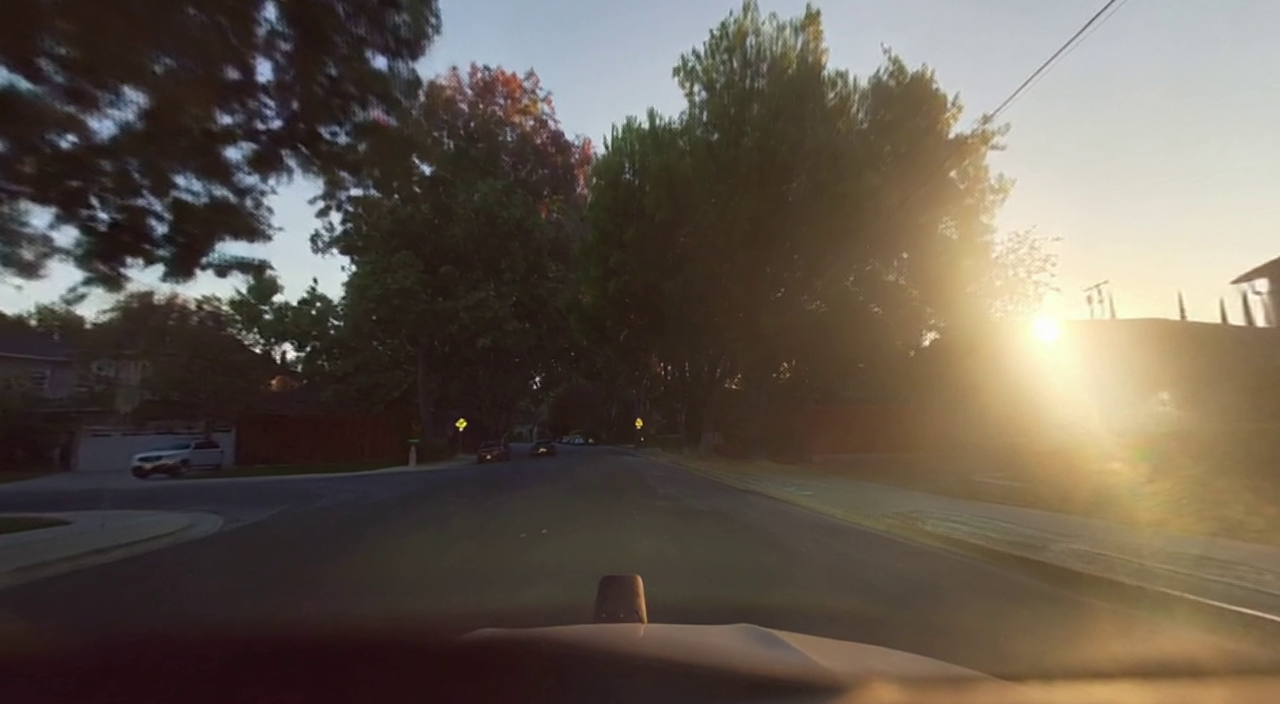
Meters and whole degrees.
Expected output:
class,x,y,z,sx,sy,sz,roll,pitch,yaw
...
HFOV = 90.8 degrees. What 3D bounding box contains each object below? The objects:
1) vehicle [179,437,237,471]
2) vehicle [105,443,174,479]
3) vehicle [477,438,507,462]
class,x,y,z,sx,sy,sz,roll,pitch,yaw
vehicle,-24.492,5.768,35.985,1.973,1.787,5.045,4,-9,-27
vehicle,-25.072,5.445,31.811,1.883,1.687,3.908,4,-9,-27
vehicle,-10.731,7.092,45.816,1.994,1.656,4.334,2,-9,-12
